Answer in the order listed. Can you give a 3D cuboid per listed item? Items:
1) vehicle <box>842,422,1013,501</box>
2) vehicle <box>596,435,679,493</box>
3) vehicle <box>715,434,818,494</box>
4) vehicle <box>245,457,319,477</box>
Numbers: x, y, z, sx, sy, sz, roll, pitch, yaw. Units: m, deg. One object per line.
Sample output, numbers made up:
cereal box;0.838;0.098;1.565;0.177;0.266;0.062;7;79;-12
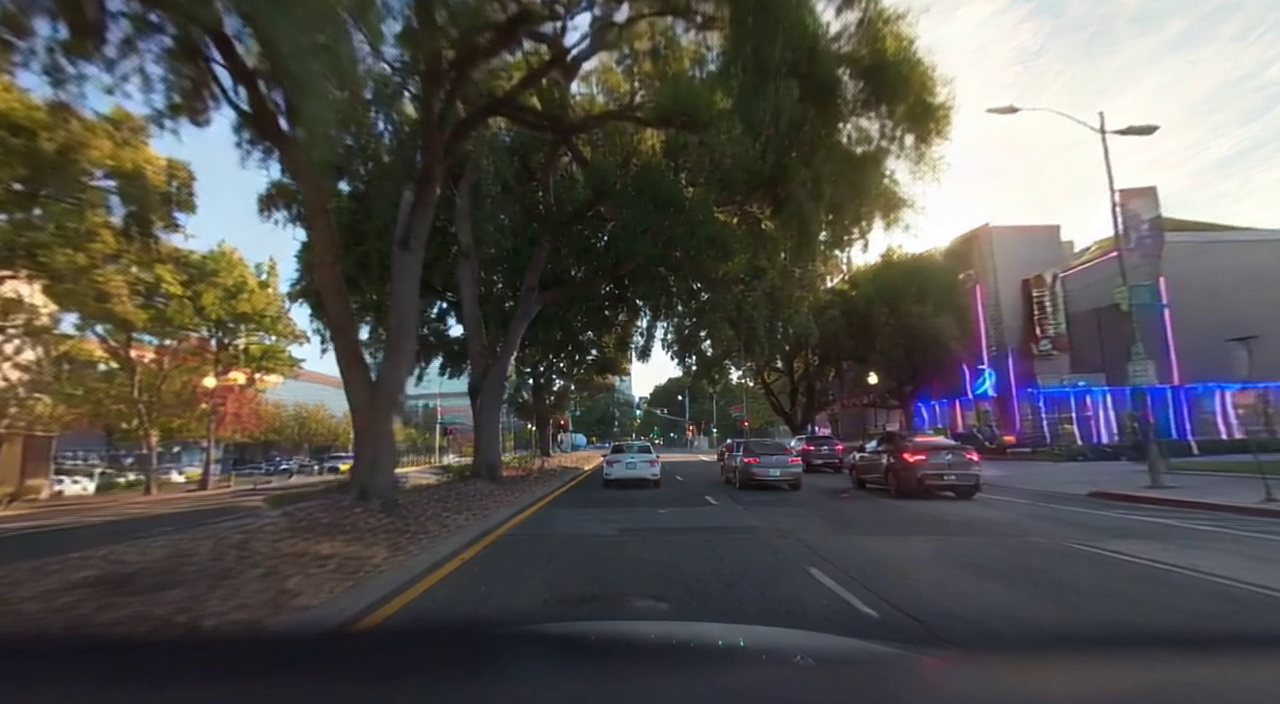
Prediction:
vehicle;7.139;2.781;16.403;2.052;1.708;4.842;0;-9;-1
vehicle;-0.120;3.170;18.195;2.101;1.444;4.248;0;-9;-2
vehicle;3.446;3.149;18.133;1.993;1.477;4.240;0;-9;-1
vehicle;-28.208;9.070;49.875;4.693;1.499;1.838;-1;-9;1
